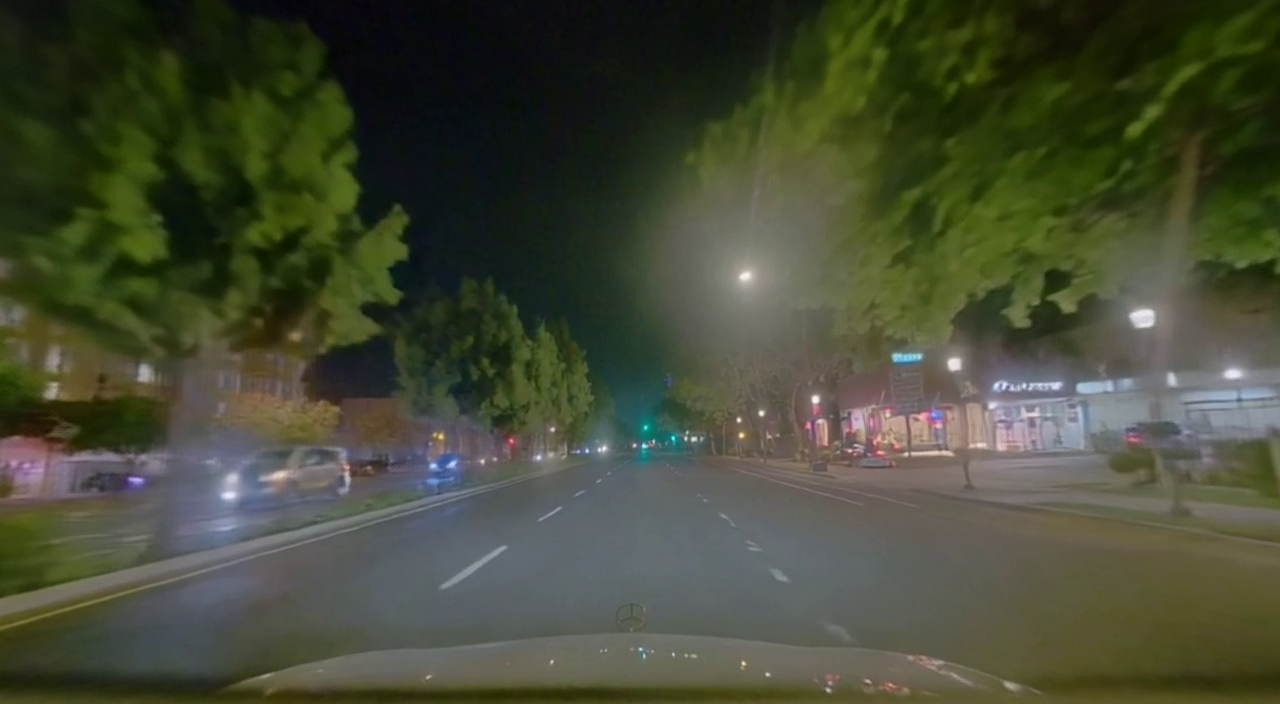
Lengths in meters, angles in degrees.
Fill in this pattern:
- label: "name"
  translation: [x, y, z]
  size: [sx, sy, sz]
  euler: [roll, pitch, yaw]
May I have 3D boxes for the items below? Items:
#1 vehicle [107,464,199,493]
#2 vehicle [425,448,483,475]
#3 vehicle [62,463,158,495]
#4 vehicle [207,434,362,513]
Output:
- label: "vehicle"
  translation: [-28.585, 7.413, 37.180]
  size: [1.865, 1.391, 4.516]
  euler: [0, -8, 0]
- label: "vehicle"
  translation: [-11.408, 6.719, 39.025]
  size: [2.070, 1.500, 4.724]
  euler: [-2, -8, 1]
- label: "vehicle"
  translation: [-30.987, 7.410, 37.041]
  size: [1.903, 1.517, 4.497]
  euler: [-3, -8, -3]
- label: "vehicle"
  translation: [-9.445, 3.225, 17.251]
  size: [2.012, 1.756, 4.268]
  euler: [-3, -8, -4]
